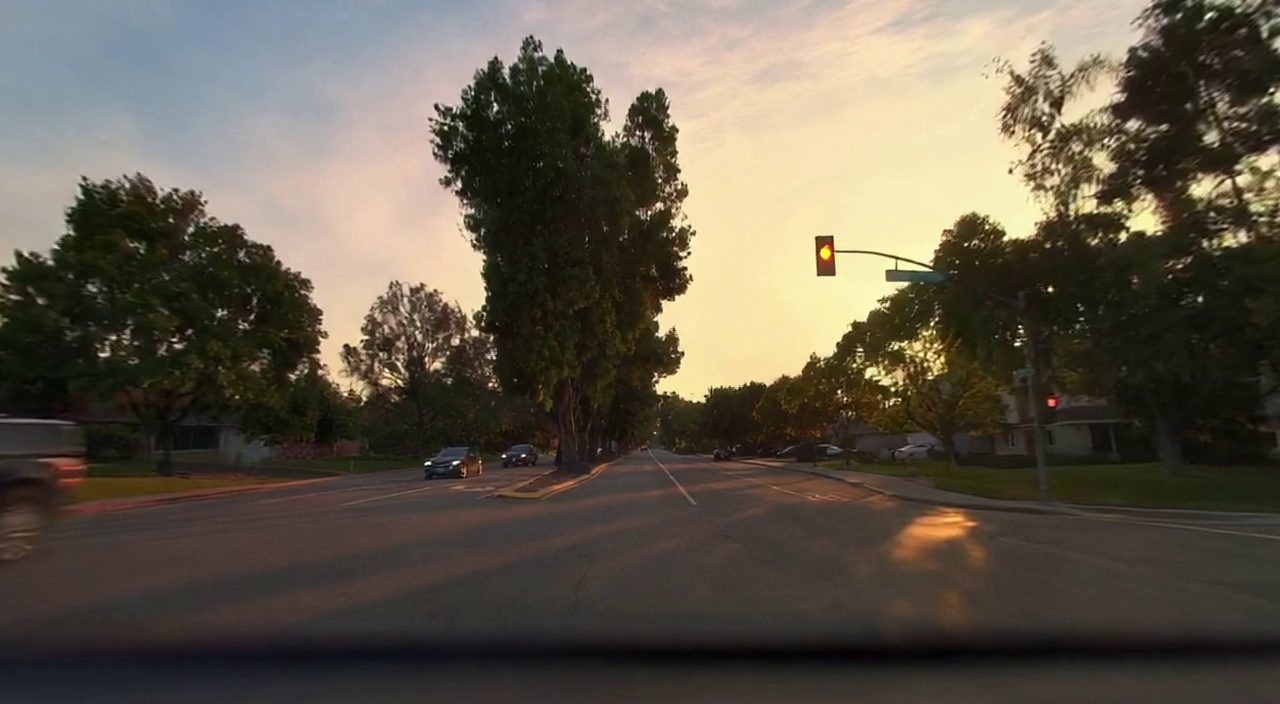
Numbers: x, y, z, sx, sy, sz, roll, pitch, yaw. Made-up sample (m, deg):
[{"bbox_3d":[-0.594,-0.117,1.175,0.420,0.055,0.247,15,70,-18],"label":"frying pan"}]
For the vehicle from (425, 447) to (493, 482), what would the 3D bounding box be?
[{"bbox_3d":[-8.377,5.204,29.481,1.891,1.522,4.184,0,-9,1],"label":"vehicle"}]

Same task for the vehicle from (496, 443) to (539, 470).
[{"bbox_3d":[-8.502,7.297,44.064,2.118,1.733,4.372,0,-9,-1],"label":"vehicle"}]
